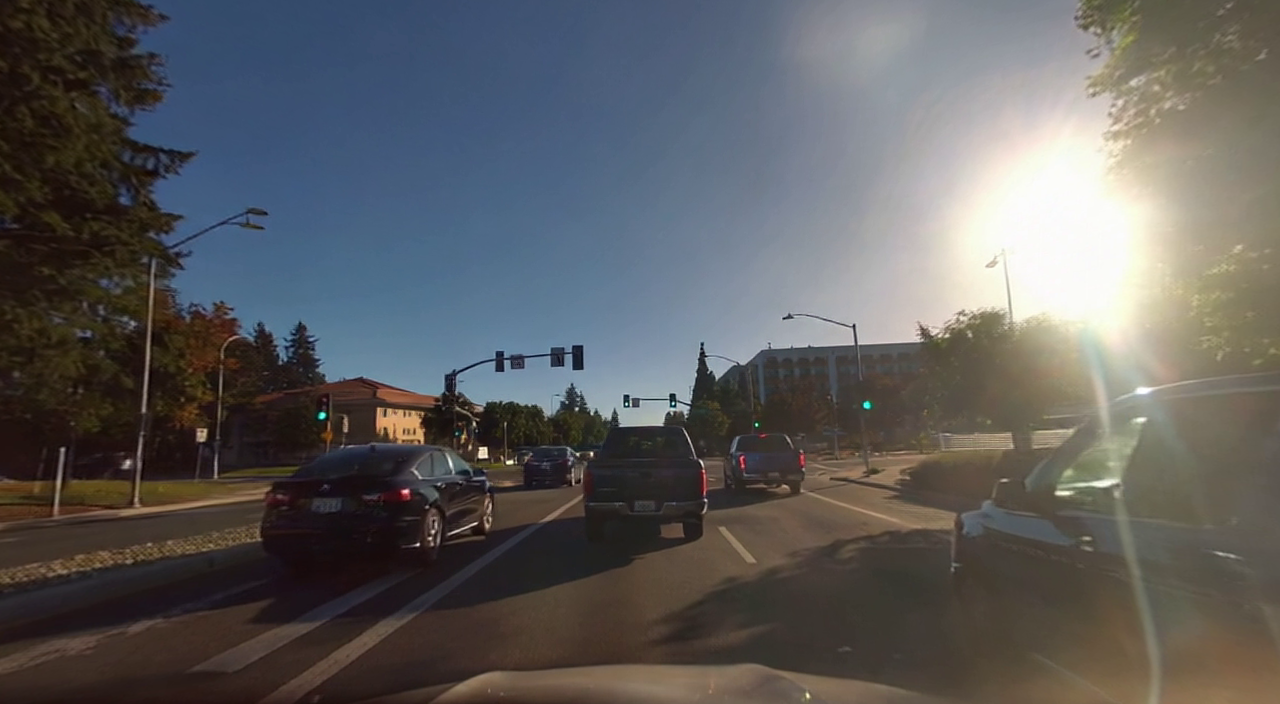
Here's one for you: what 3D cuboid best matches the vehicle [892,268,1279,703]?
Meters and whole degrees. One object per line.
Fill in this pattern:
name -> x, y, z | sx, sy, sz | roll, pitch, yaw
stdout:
vehicle -> 3.374, 0.698, 2.271 | 2.571, 1.857, 5.841 | 0, -8, 1

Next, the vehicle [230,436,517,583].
vehicle -> -3.192, 1.966, 8.863 | 1.909, 1.476, 4.751 | 0, -8, 1

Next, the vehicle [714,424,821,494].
vehicle -> 3.819, 3.337, 20.052 | 2.408, 1.908, 5.355 | 0, -8, 1

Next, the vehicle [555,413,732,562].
vehicle -> 0.070, 1.908, 9.551 | 2.113, 1.768, 3.901 | 0, -8, 1
